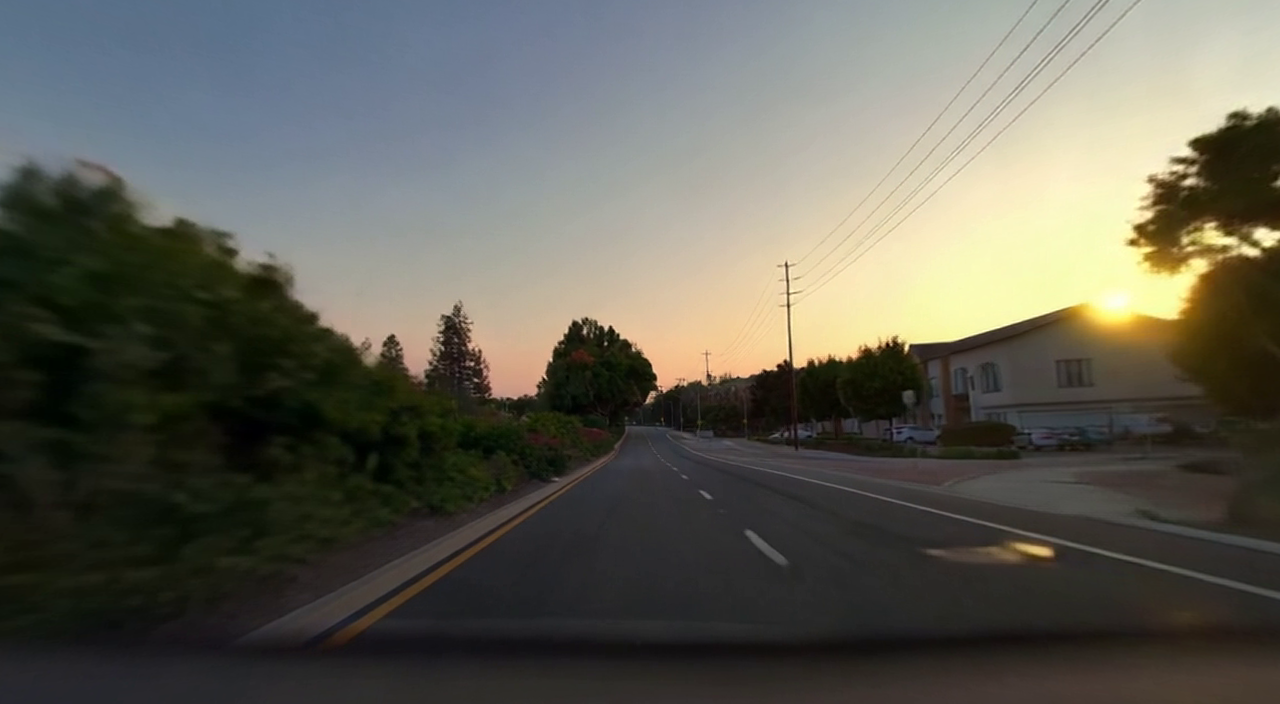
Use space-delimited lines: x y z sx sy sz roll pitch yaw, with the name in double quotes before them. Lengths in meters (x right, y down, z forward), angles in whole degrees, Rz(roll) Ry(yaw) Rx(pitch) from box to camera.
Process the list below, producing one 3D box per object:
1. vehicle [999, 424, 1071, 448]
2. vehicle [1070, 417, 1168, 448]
"vehicle" 28.488 6.119 45.780 1.868 1.599 4.741 1 -8 -4
"vehicle" 33.298 5.694 44.190 2.264 2.032 5.539 0 -8 -2
